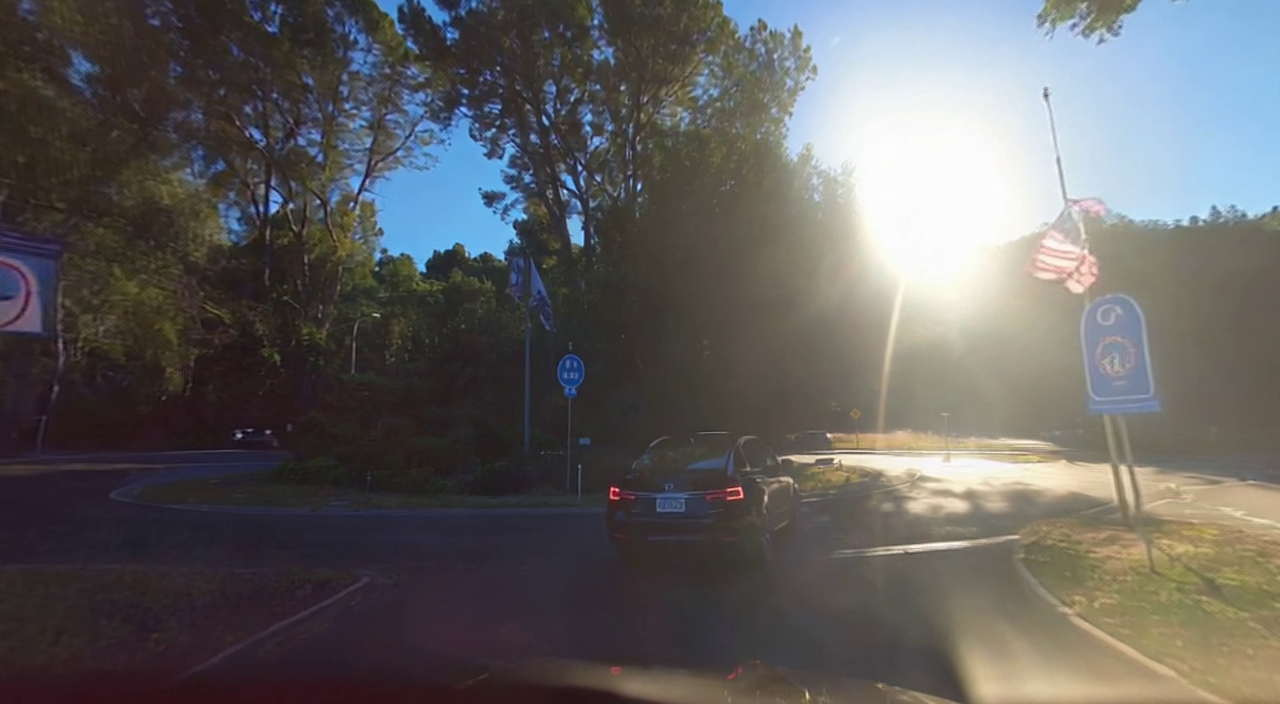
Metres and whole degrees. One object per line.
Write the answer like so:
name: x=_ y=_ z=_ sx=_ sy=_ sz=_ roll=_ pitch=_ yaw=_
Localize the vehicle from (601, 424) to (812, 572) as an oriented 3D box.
vehicle: x=1.201 y=1.966 z=9.213 sx=2.078 sy=1.607 sz=4.010 roll=-4 pitch=-10 yaw=20
